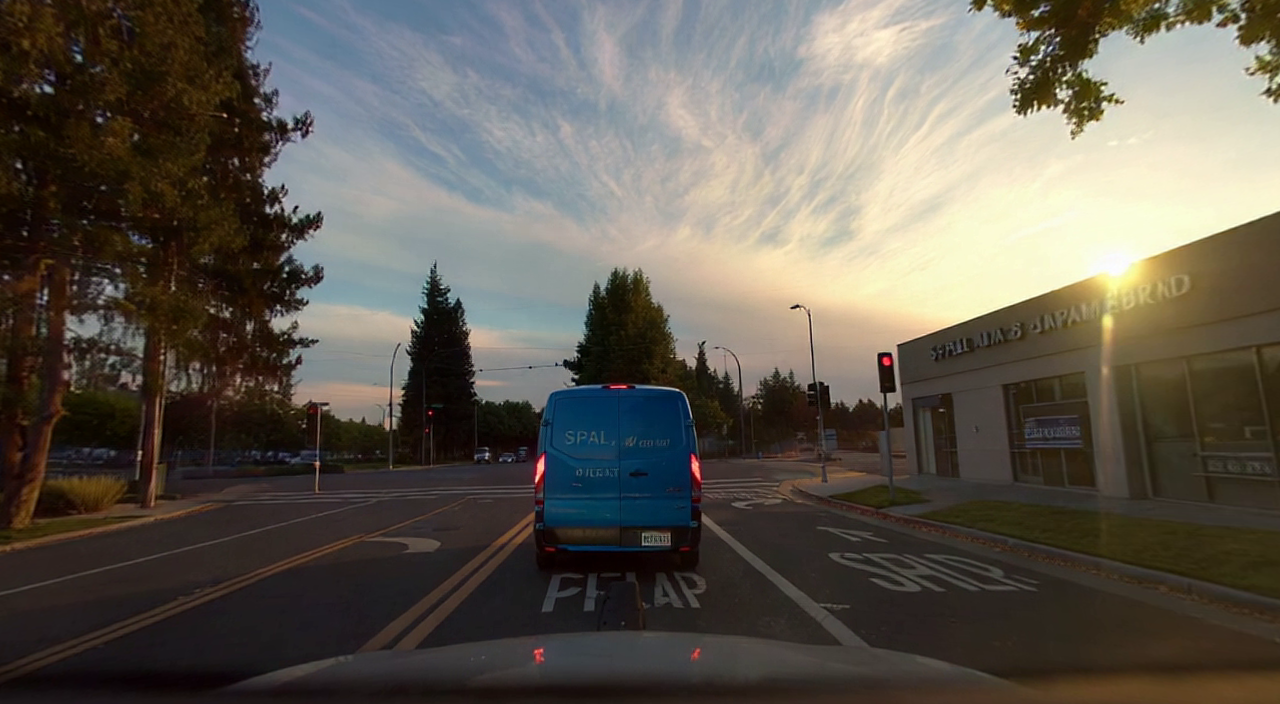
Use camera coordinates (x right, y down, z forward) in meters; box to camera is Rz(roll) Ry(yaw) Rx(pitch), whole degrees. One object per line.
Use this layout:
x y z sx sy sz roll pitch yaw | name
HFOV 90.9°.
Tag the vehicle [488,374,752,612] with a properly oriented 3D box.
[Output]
-0.296 1.465 7.290 2.181 1.949 3.932 1 -9 -4 | vehicle
